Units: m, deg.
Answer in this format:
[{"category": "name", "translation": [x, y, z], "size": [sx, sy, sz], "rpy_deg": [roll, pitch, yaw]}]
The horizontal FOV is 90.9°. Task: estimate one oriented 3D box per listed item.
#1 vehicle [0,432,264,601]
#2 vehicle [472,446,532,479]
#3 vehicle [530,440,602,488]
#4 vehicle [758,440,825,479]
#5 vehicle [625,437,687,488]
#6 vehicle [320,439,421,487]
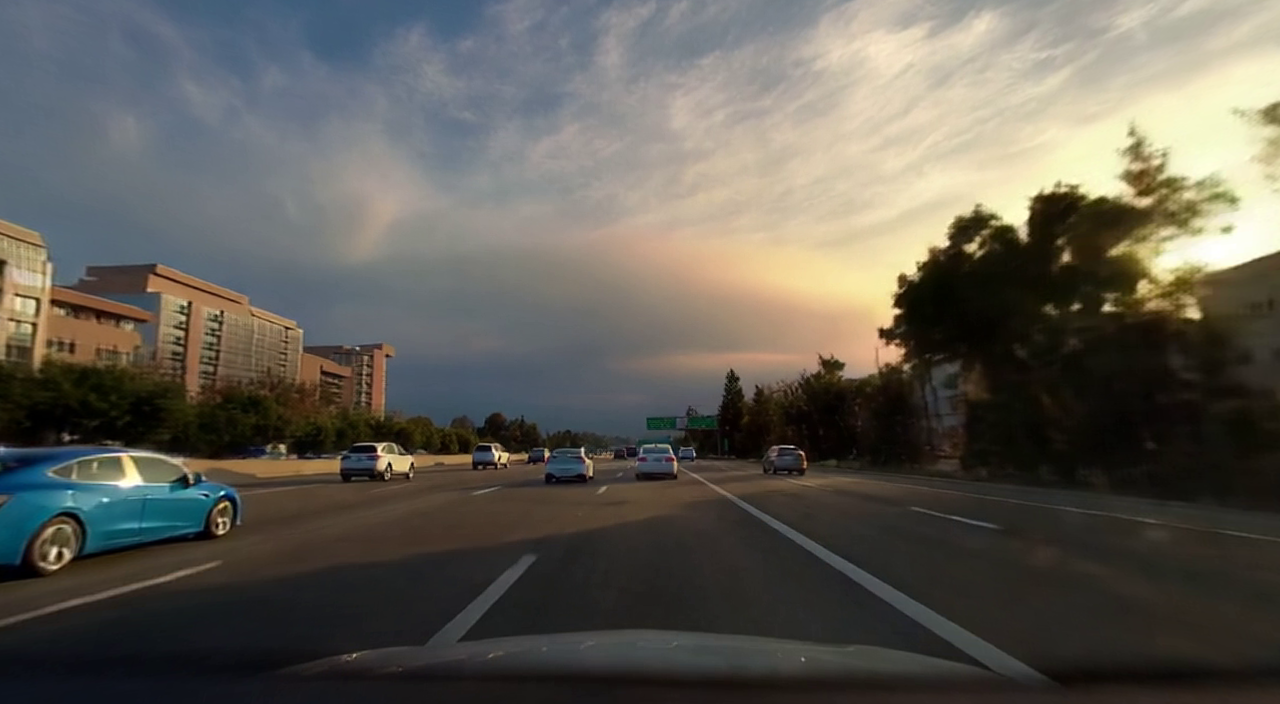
[{"category": "vehicle", "translation": [-6.705, 1.675, 7.041], "size": [2.116, 1.473, 4.644], "rpy_deg": [0, -8, 1]}, {"category": "vehicle", "translation": [-6.593, 5.312, 30.580], "size": [1.886, 1.455, 4.148], "rpy_deg": [0, -8, 1]}, {"category": "vehicle", "translation": [-2.711, 4.222, 24.116], "size": [2.102, 1.624, 4.257], "rpy_deg": [-1, -8, 2]}, {"category": "vehicle", "translation": [7.503, 5.347, 31.744], "size": [2.071, 1.754, 4.484], "rpy_deg": [0, -8, -3]}, {"category": "vehicle", "translation": [0.575, 4.094, 23.788], "size": [2.114, 1.715, 4.136], "rpy_deg": [-1, -8, 1]}, {"category": "vehicle", "translation": [-10.365, 4.277, 24.658], "size": [1.947, 1.683, 4.331], "rpy_deg": [-1, -8, 1]}]
